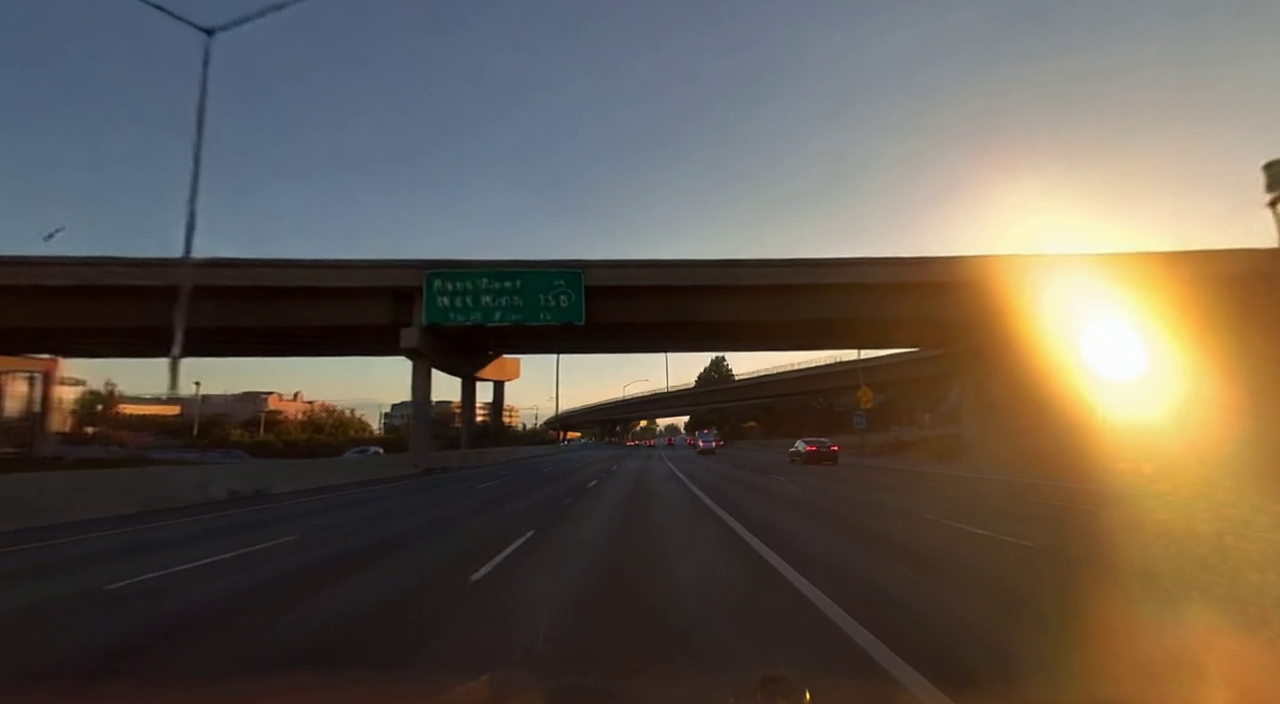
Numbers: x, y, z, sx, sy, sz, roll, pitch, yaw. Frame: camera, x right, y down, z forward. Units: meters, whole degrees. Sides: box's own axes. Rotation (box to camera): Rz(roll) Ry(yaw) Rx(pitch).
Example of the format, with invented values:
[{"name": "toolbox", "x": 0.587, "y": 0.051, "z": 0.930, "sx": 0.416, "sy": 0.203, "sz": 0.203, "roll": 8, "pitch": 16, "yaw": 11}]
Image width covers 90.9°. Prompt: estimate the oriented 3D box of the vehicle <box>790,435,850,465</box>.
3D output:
[{"name": "vehicle", "x": 10.011, "y": 5.486, "z": 35.437, "sx": 2.000, "sy": 1.514, "sz": 4.585, "roll": 0, "pitch": -8, "yaw": -1}]
